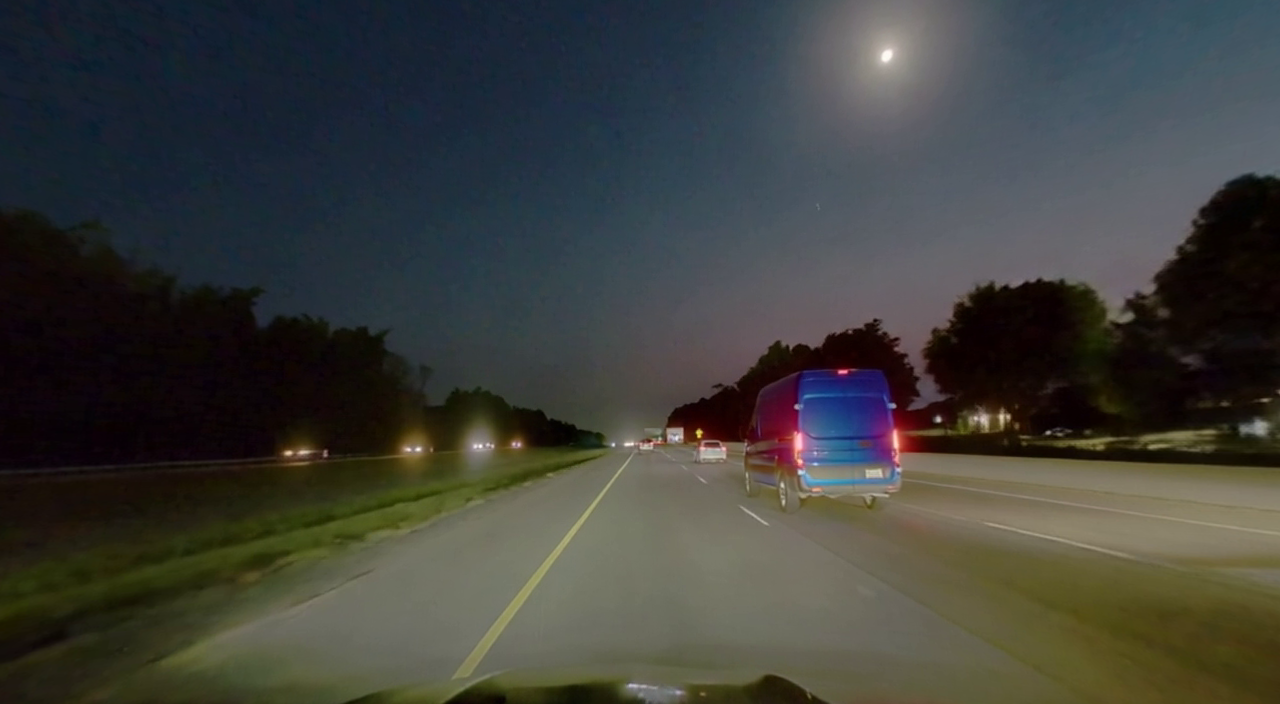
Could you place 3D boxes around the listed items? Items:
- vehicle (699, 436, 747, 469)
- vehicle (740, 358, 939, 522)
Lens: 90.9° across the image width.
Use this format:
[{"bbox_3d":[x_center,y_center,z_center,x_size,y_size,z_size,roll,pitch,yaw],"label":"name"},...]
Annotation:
[{"bbox_3d":[4.478,5.487,34.630,2.034,1.651,4.342,0,-8,-1],"label":"vehicle"},{"bbox_3d":[3.730,1.869,13.363,2.302,2.670,5.912,0,-8,1],"label":"vehicle"}]
